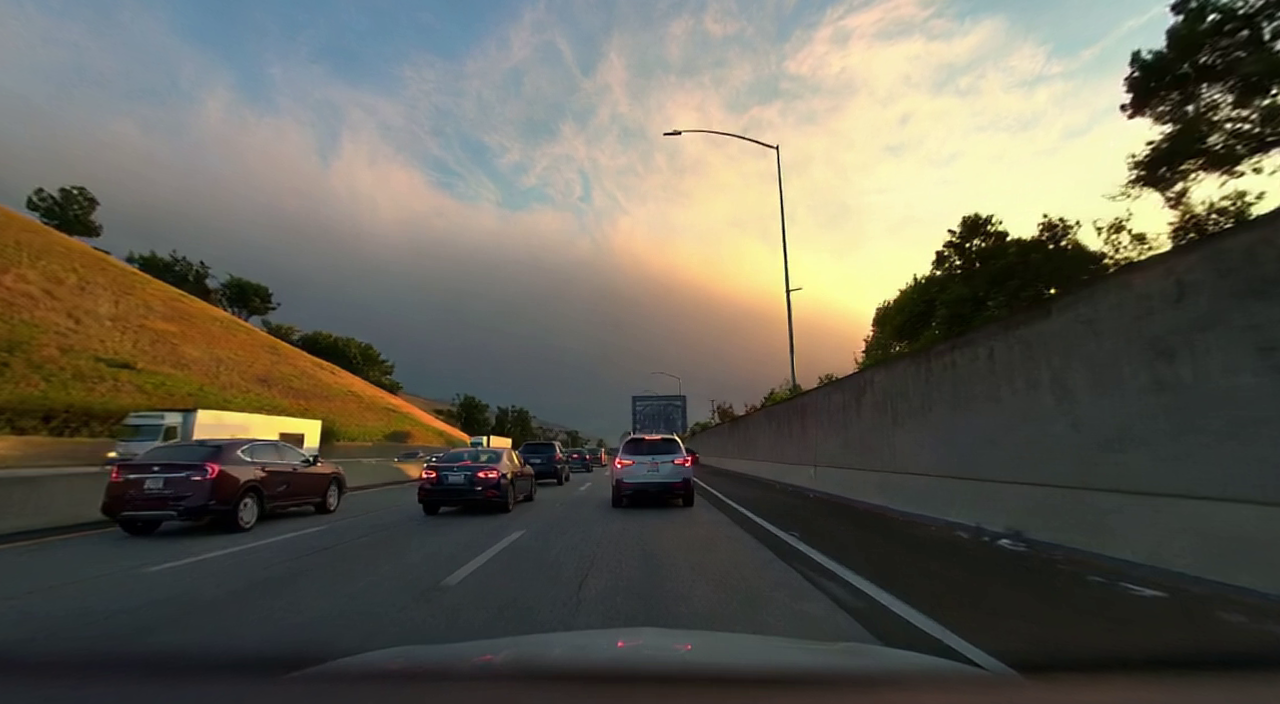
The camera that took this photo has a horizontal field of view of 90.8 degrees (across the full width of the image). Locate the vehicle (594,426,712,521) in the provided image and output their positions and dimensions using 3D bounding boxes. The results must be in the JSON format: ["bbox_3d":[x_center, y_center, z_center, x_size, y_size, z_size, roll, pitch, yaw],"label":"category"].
[{"bbox_3d":[0.227,2.704,14.564,2.210,1.760,5.303,0,-9,-1],"label":"vehicle"}]

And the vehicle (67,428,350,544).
[{"bbox_3d":[-7.469,2.347,11.695,1.986,1.700,4.558,0,-9,0],"label":"vehicle"}]

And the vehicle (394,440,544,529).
[{"bbox_3d":[-3.253,2.601,12.886,1.917,1.506,3.949,0,-9,1],"label":"vehicle"}]
